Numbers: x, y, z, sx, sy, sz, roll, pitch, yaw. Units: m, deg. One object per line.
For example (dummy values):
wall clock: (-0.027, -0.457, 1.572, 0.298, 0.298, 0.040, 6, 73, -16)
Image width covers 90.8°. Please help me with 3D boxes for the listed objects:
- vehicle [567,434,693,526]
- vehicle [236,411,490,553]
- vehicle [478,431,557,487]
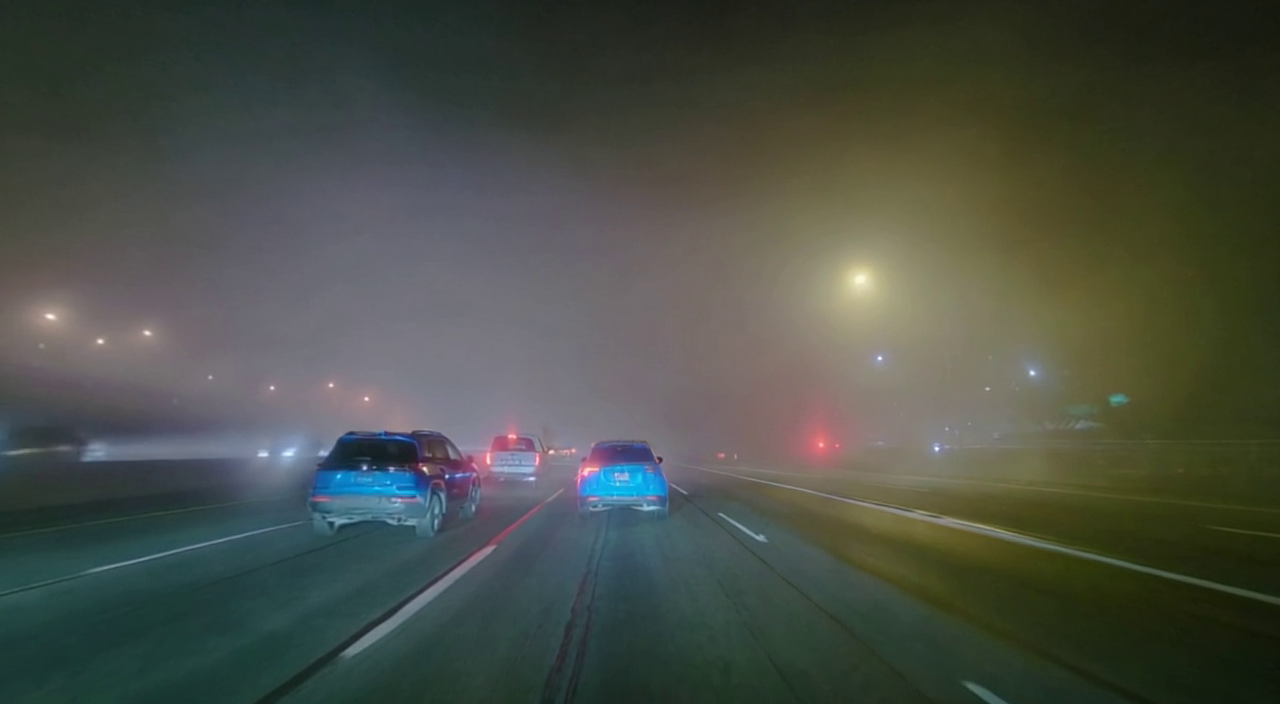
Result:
vehicle: (-0.223, 2.392, 12.389, 2.069, 1.484, 3.982, 0, -9, -2)
vehicle: (-3.854, 1.879, 9.764, 2.025, 1.708, 4.089, 0, -9, 0)
vehicle: (-4.126, 3.680, 22.009, 1.982, 1.727, 4.057, 0, -9, -1)
